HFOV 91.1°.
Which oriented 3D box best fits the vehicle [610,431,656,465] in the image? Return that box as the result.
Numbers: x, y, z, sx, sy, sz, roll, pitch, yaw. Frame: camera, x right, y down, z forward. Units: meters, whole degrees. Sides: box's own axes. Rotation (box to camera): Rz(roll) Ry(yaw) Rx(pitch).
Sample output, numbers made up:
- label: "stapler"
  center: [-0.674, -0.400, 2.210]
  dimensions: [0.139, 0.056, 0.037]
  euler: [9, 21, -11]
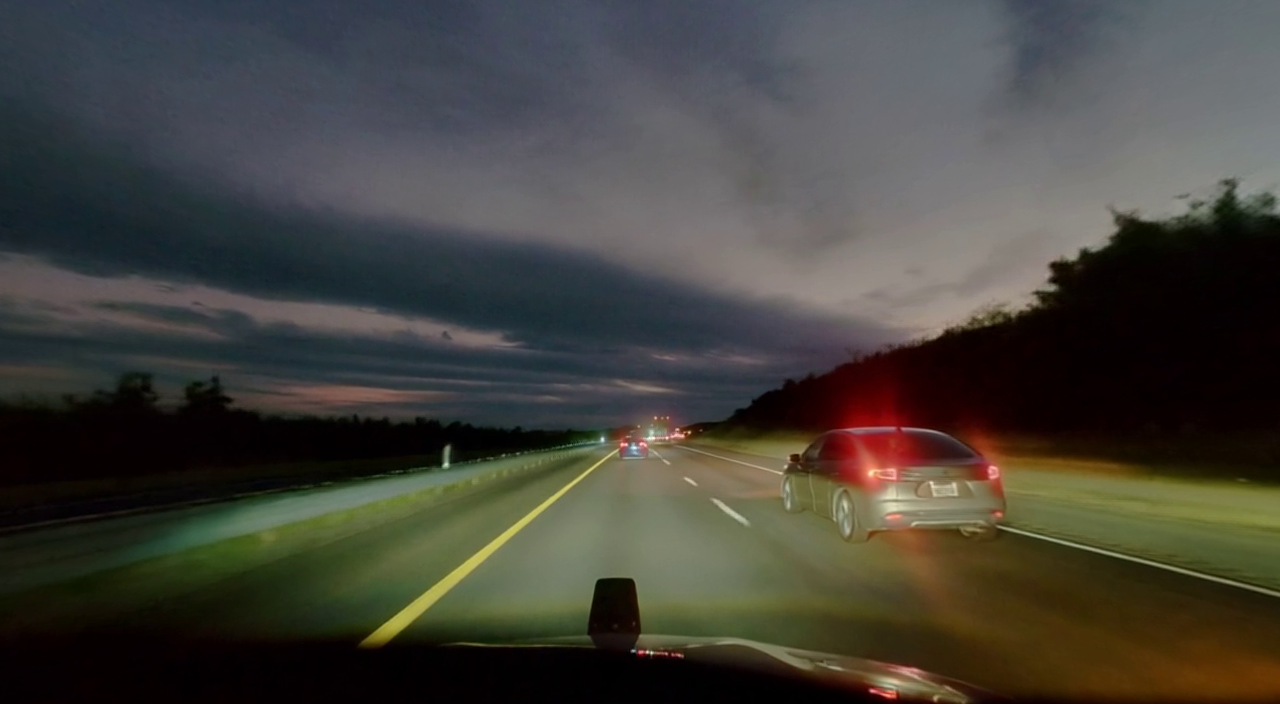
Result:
- label: "vehicle"
  center: [-0.400, 4.945, 32.741]
  dimensions: [2.216, 1.623, 4.220]
  euler: [0, -8, -1]
